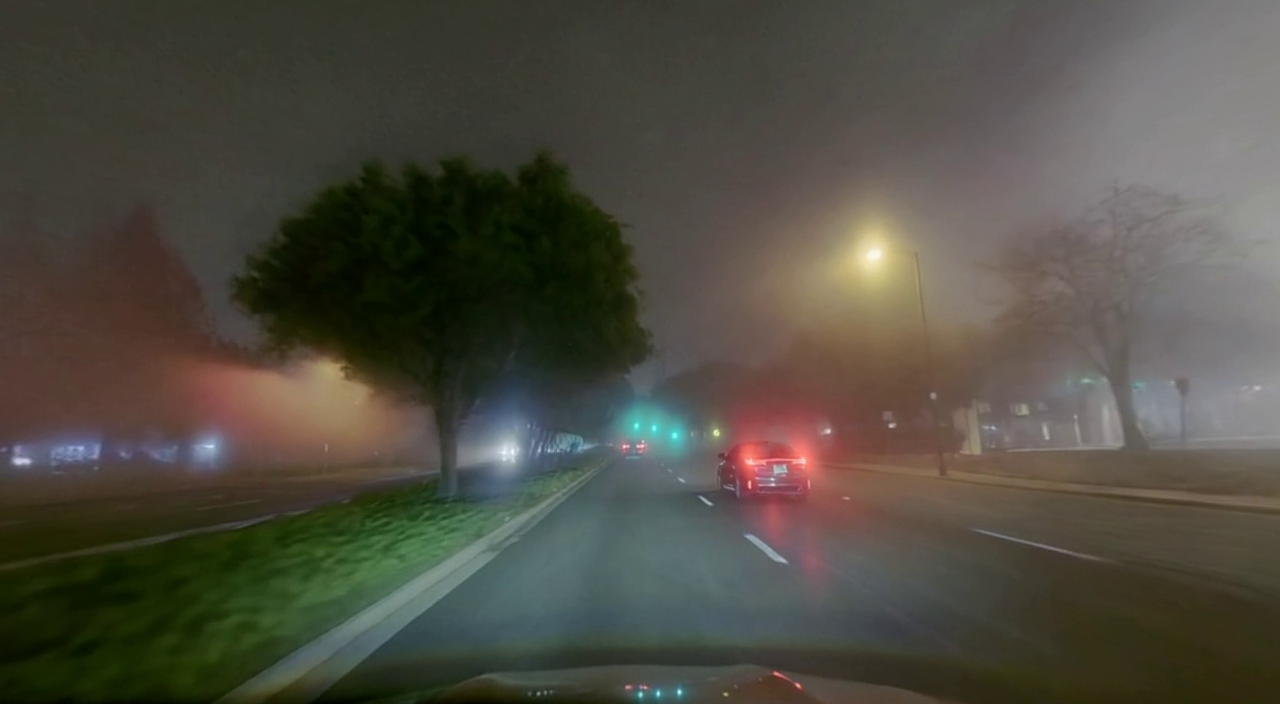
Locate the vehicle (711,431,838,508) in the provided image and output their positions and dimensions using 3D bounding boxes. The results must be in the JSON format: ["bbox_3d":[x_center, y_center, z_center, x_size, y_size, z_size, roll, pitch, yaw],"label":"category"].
[{"bbox_3d":[3.146,2.855,15.916,1.995,1.616,4.729,0,-8,-2],"label":"vehicle"}]
